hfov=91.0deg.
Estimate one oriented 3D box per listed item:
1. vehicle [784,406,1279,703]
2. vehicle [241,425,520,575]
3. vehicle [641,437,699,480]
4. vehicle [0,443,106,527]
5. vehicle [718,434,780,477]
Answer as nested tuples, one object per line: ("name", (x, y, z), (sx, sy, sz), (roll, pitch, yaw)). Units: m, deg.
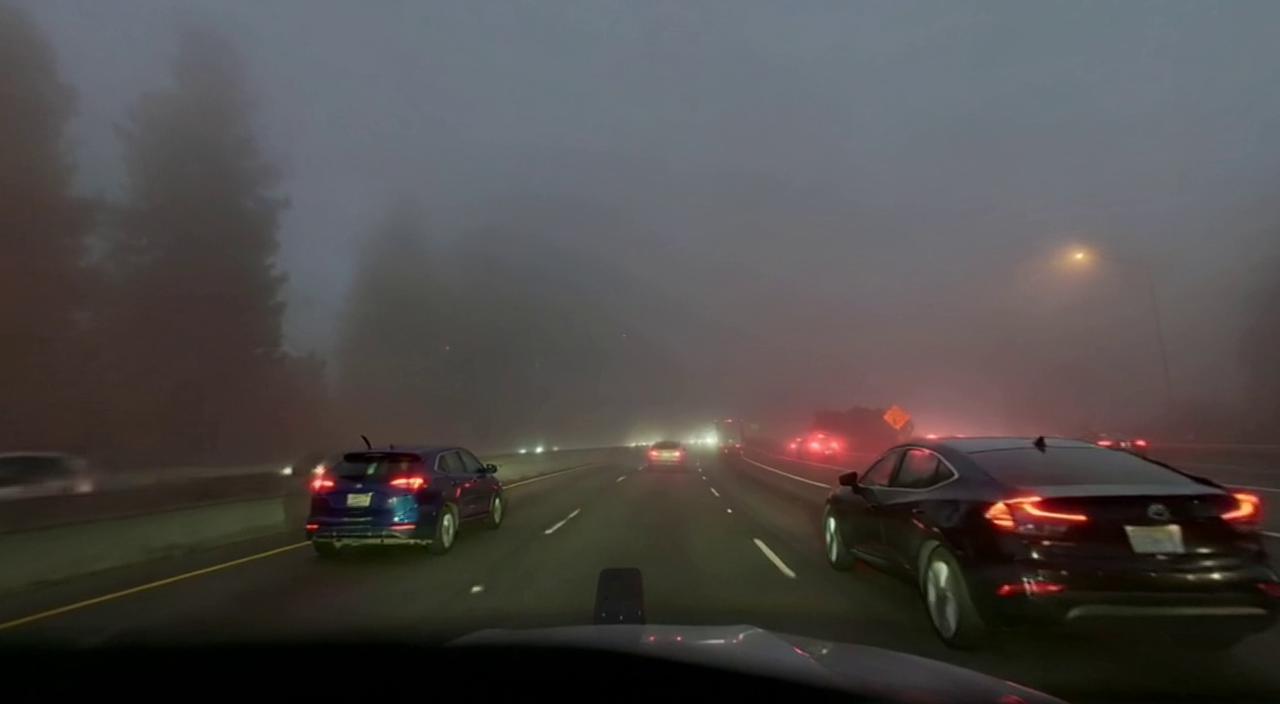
("vehicle", (2.681, 1.333, 5.000), (2.009, 1.489, 4.559), (0, -9, 0))
("vehicle", (-3.173, 1.907, 8.930), (1.937, 1.558, 4.469), (0, -9, 1))
("vehicle", (1.260, 4.352, 25.969), (2.201, 1.614, 3.803), (-1, -9, 3))
("vehicle", (-13.347, 2.551, 12.030), (2.014, 1.590, 4.697), (0, -9, 2))
("vehicle", (4.503, 4.364, 26.695), (2.076, 1.684, 4.241), (0, -9, 3))
